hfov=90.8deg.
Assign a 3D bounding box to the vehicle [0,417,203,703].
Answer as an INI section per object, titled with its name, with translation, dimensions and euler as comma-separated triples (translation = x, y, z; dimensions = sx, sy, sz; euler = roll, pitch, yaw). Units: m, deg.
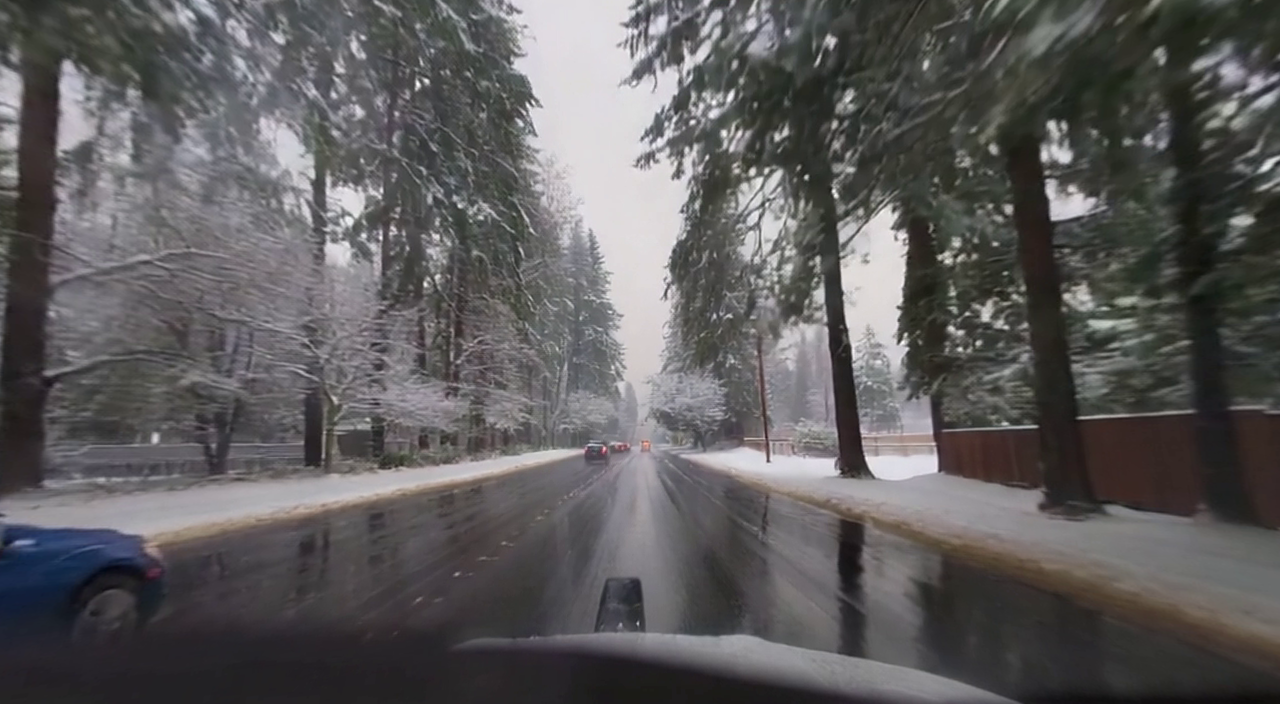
[vehicle]
translation = -3.875, 0.895, 2.007
dimensions = 1.870, 1.431, 4.317
euler = 0, -8, 0
